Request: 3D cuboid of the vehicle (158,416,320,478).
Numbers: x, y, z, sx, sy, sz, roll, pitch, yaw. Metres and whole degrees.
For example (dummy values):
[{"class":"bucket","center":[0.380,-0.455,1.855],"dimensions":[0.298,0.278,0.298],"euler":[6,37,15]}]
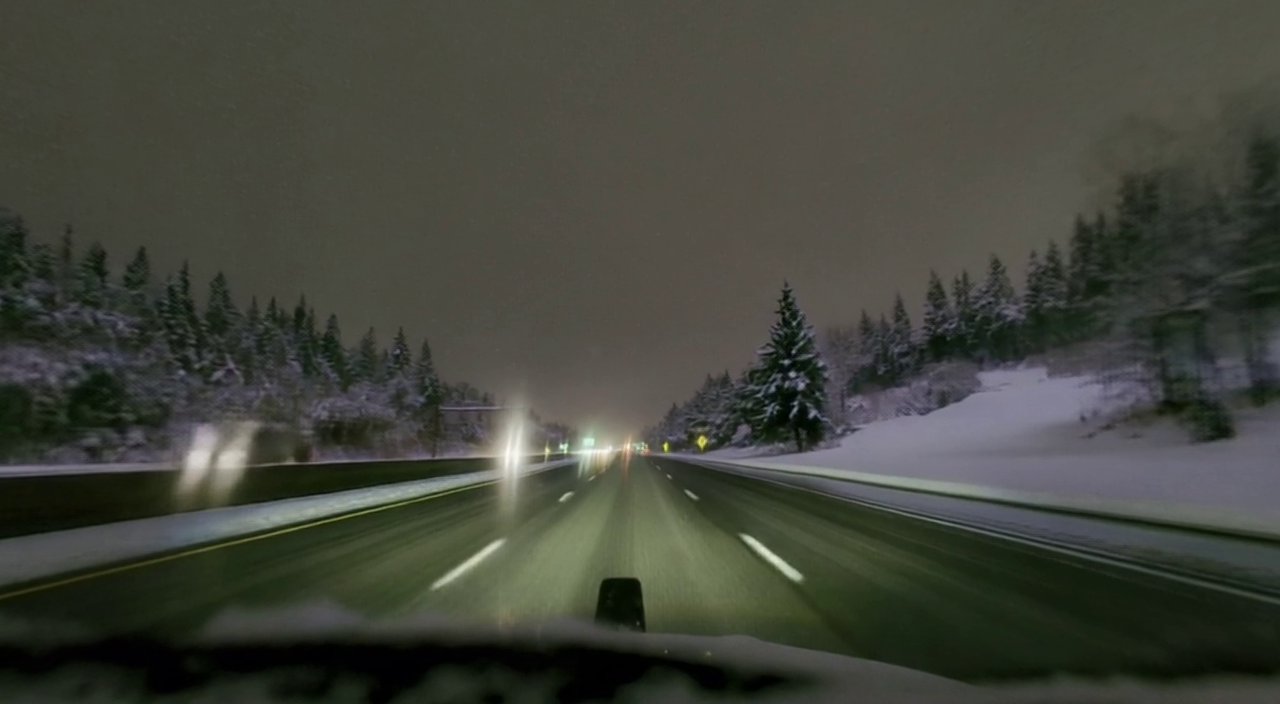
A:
[{"class":"vehicle","center":[-17.326,4.242,27.968],"dimensions":[2.492,2.371,7.064],"euler":[0,-9,0]}]
